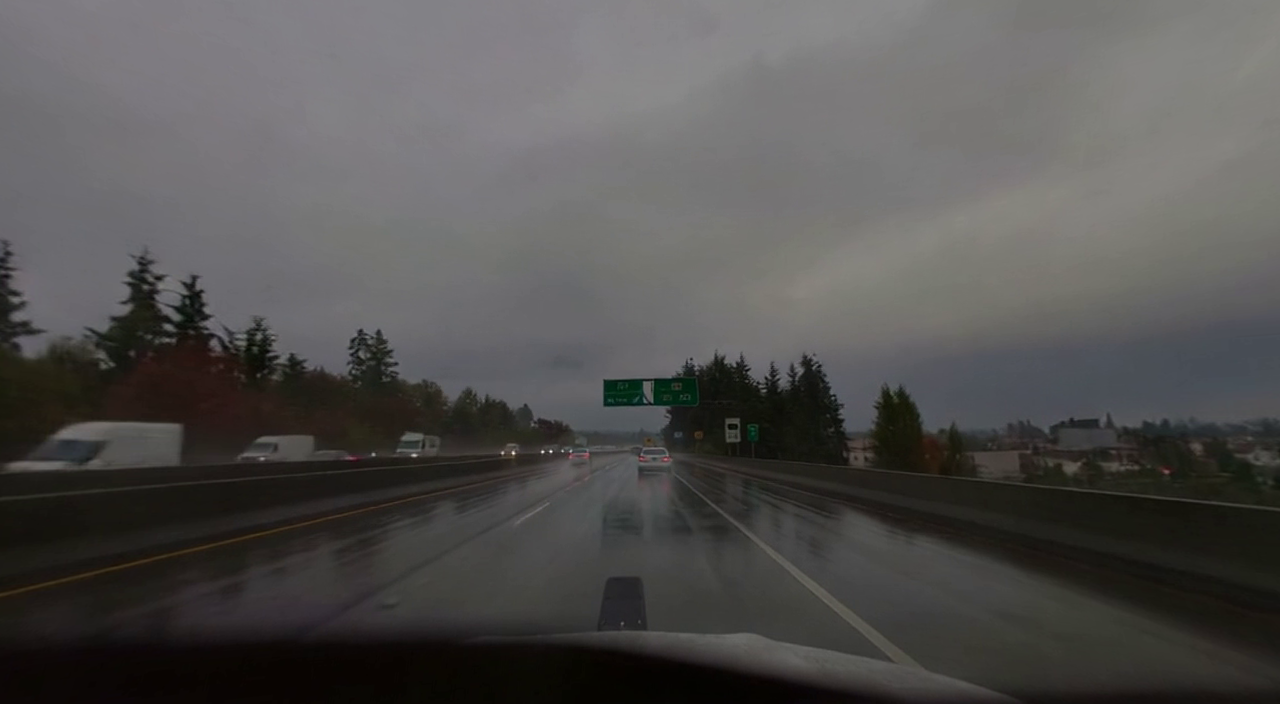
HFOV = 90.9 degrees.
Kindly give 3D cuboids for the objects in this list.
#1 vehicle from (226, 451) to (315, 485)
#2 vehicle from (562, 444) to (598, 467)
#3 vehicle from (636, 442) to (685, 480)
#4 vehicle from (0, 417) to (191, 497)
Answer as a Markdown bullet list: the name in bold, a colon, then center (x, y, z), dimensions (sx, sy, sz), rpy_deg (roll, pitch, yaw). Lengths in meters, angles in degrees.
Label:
- **vehicle**: center (-16.660, 5.217, 28.633), dimensions (1.782, 1.442, 3.680), rpy_deg (0, -9, 0)
- **vehicle**: center (-4.169, 7.297, 44.405), dimensions (2.081, 1.534, 4.543), rpy_deg (0, -9, 1)
- **vehicle**: center (0.854, 4.631, 26.900), dimensions (1.960, 1.456, 3.818), rpy_deg (0, -9, 1)
- **vehicle**: center (-20.763, 3.972, 24.081), dimensions (2.353, 2.613, 6.328), rpy_deg (0, -9, 1)
